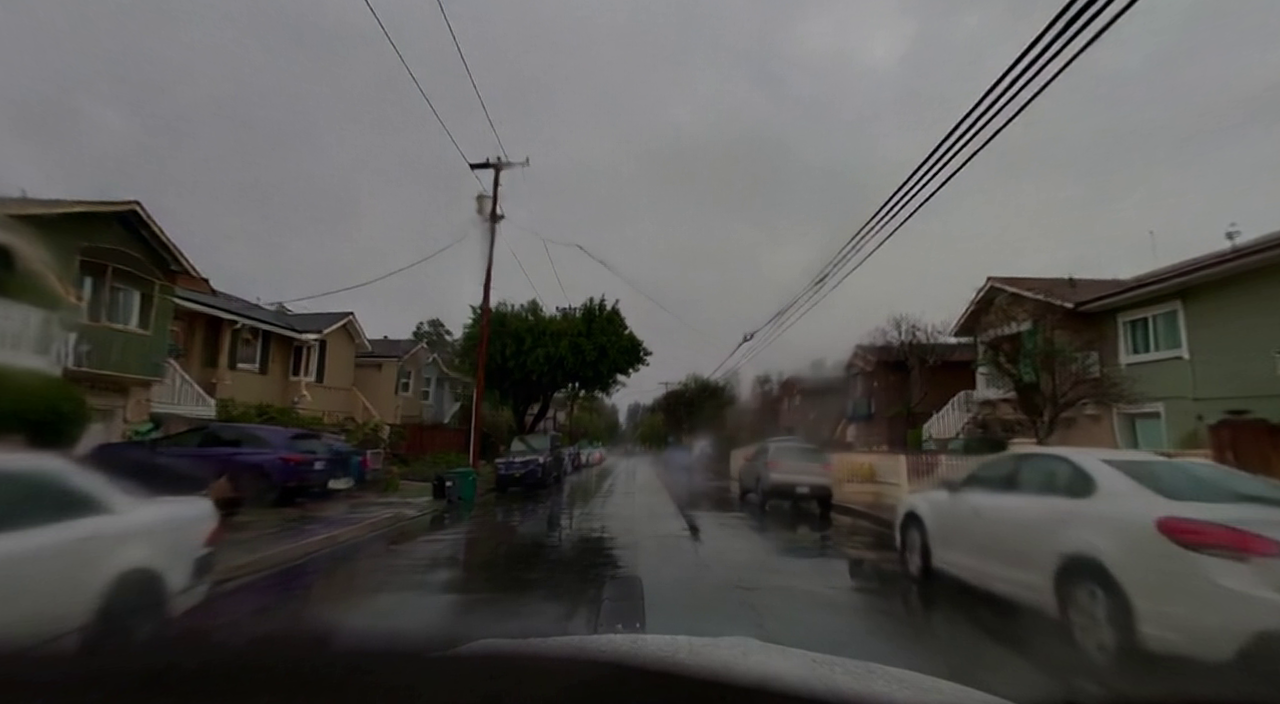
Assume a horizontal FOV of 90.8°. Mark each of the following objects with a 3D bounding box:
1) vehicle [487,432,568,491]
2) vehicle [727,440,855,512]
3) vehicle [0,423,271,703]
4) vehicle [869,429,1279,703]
[{"bbox_3d":[-3.973,3.972,23.255,2.057,1.887,5.053,0,-9,0],"label":"vehicle"},{"bbox_3d":[3.587,3.017,15.939,2.019,1.536,4.405,0,-9,-2],"label":"vehicle"},{"bbox_3d":[-3.780,1.015,2.533,1.971,1.460,4.523,0,-9,-2],"label":"vehicle"},{"bbox_3d":[3.726,1.410,5.034,1.862,1.452,4.737,0,-9,-2],"label":"vehicle"}]
